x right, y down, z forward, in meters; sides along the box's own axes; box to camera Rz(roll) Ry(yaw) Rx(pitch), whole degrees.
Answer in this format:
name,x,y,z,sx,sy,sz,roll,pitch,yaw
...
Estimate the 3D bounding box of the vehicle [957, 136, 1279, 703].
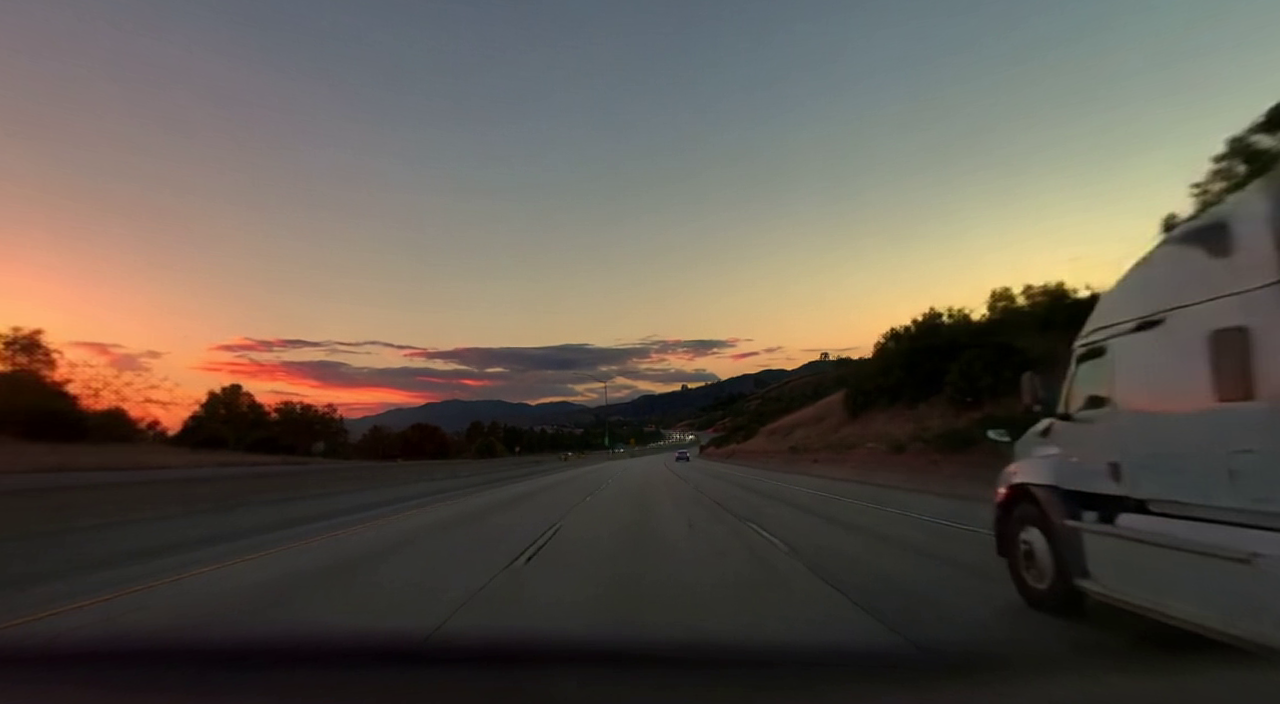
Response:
name,x,y,z,sx,sy,sz,roll,pitch,yaw
vehicle,4.152,0.205,1.717,2.436,2.701,7.451,0,-9,-2
